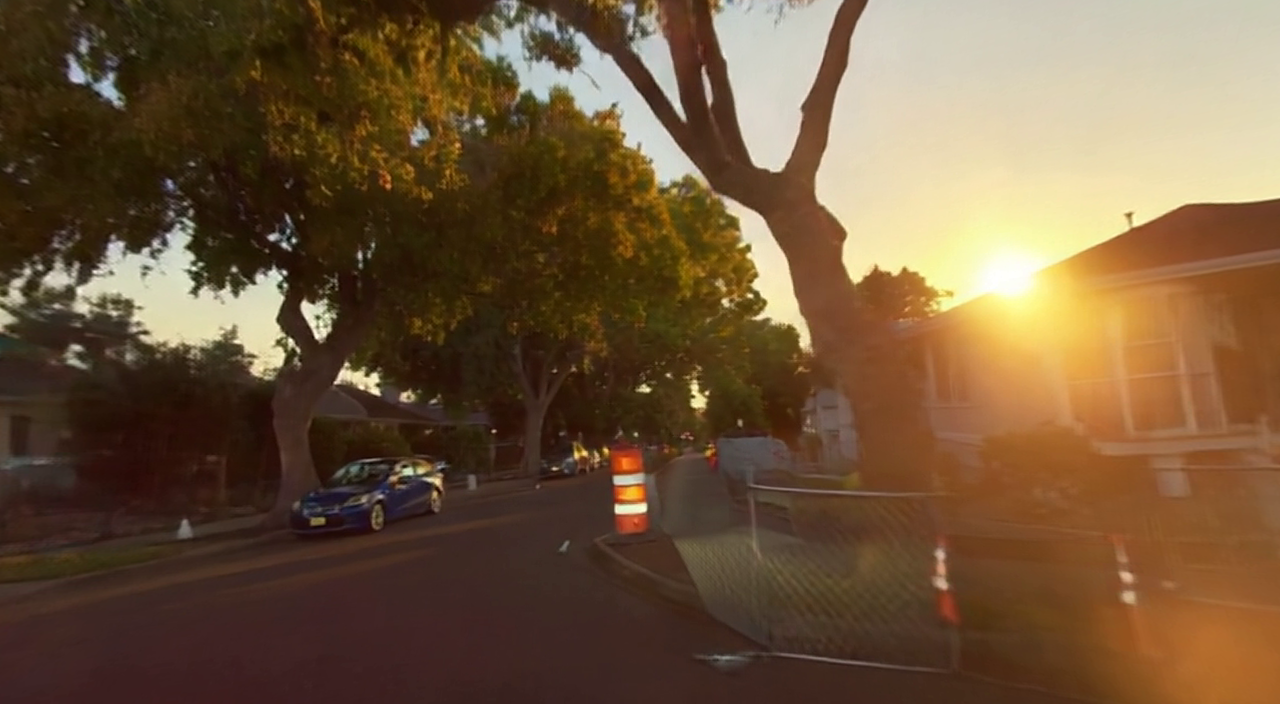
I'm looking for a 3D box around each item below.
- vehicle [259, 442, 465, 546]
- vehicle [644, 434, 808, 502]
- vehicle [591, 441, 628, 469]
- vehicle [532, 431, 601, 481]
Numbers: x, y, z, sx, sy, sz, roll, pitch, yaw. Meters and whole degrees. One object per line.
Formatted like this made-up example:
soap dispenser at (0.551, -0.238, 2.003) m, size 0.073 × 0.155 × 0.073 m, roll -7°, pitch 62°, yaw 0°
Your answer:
vehicle at (-5.291, 2.694, 12.731) m, size 1.899 × 1.524 × 4.082 m, roll 2°, pitch -6°, yaw 7°
vehicle at (2.226, 2.798, 15.747) m, size 4.070 × 1.436 × 1.827 m, roll 6°, pitch -10°, yaw -42°
vehicle at (-1.894, 6.521, 40.305) m, size 1.765 × 1.493 × 4.130 m, roll 2°, pitch -6°, yaw 6°
vehicle at (-3.338, 4.787, 29.601) m, size 2.042 × 1.937 × 4.960 m, roll 2°, pitch -6°, yaw 7°
